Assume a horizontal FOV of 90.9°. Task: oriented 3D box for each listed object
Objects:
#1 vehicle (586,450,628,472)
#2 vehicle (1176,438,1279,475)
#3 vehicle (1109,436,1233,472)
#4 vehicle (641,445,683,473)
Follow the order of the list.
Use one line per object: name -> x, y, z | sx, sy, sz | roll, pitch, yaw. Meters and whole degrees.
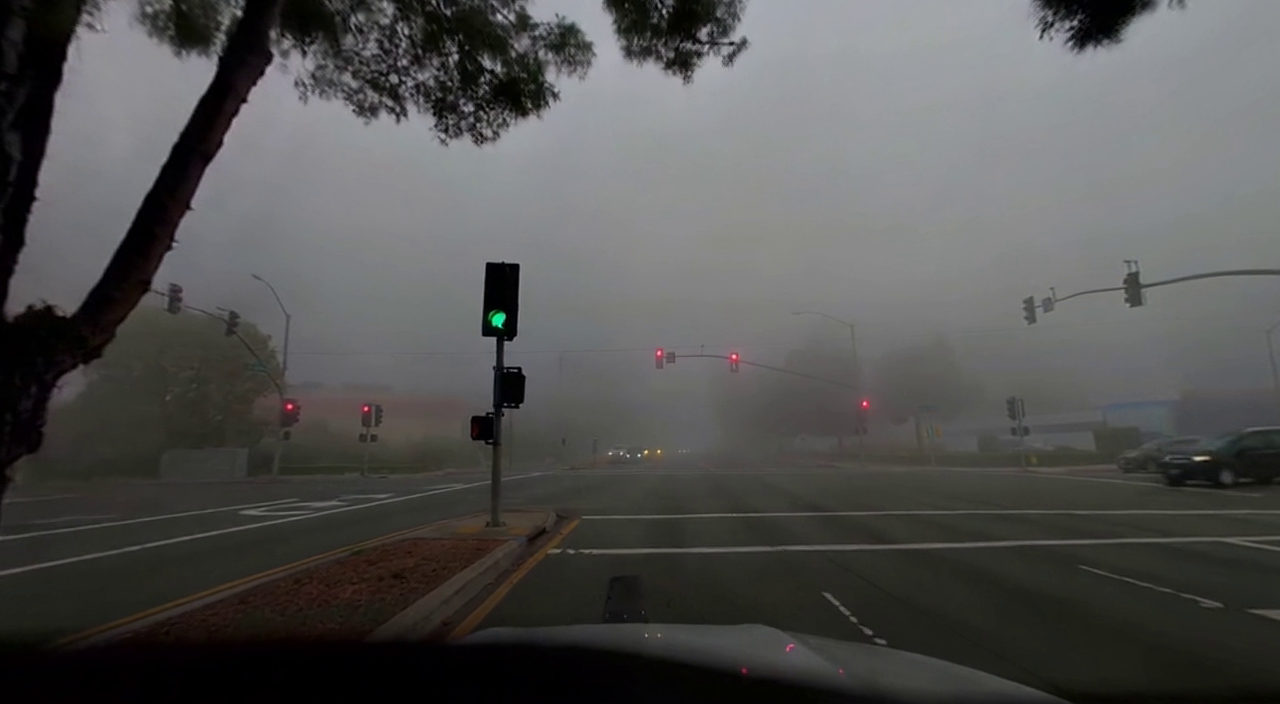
vehicle -> -2.266, 7.668, 44.541 | 2.076, 1.476, 3.873 | -2, -9, 12
vehicle -> 26.151, 4.487, 27.221 | 4.644, 1.470, 1.922 | 1, -9, -10
vehicle -> 25.780, 4.932, 30.670 | 4.441, 1.674, 2.035 | 1, -9, -9
vehicle -> 1.537, 7.160, 42.432 | 2.197, 1.739, 4.177 | -2, -9, 10
